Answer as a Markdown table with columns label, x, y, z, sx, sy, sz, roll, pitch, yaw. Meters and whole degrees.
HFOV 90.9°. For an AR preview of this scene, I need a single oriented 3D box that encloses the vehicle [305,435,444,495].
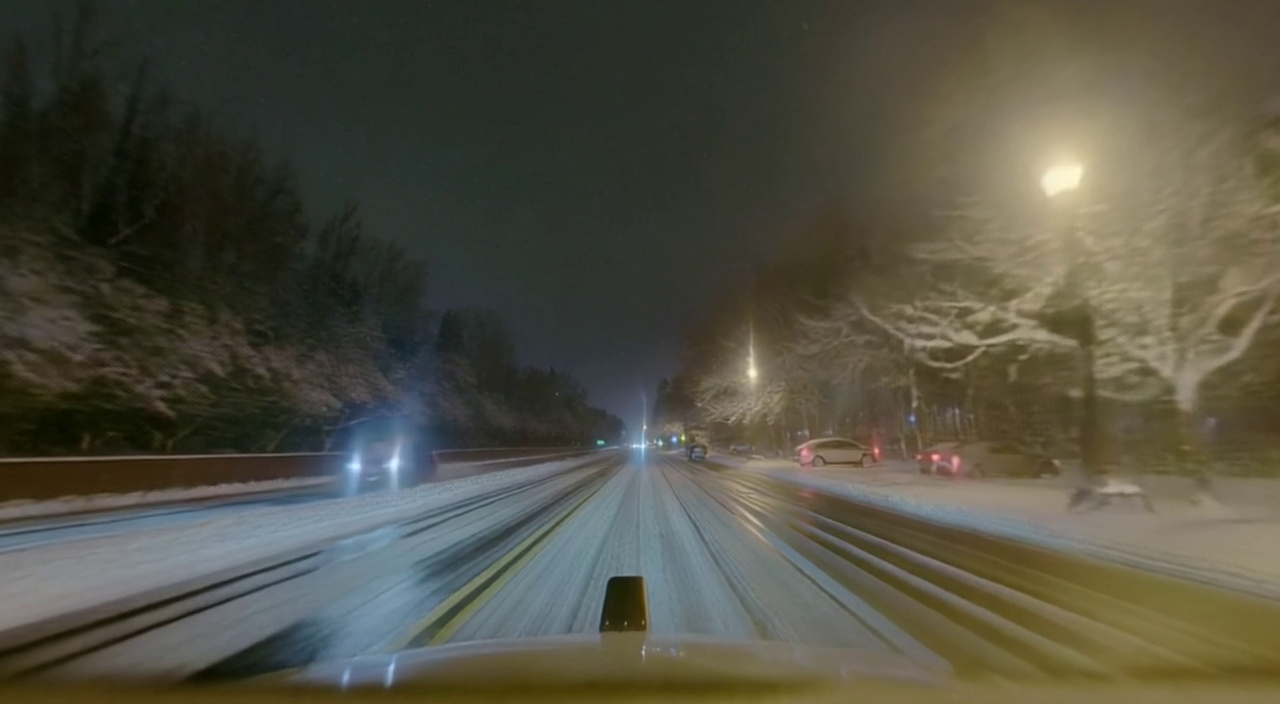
| label | x | y | z | sx | sy | sz | roll | pitch | yaw |
| --- | --- | --- | --- | --- | --- | --- | --- | --- | --- |
| vehicle | -8.858 | 3.799 | 21.713 | 2.401 | 1.807 | 4.960 | -1 | -8 | 3 |

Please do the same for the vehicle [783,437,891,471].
| label | x | y | z | sx | sy | sz | roll | pitch | yaw |
| --- | --- | --- | --- | --- | --- | --- | --- | --- | --- |
| vehicle | 10.657 | 5.551 | 34.334 | 5.118 | 1.701 | 2.175 | 0 | -8 | -2 |

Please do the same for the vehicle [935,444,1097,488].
| label | x | y | z | sx | sy | sz | roll | pitch | yaw |
| --- | --- | --- | --- | --- | --- | --- | --- | --- | --- |
| vehicle | 13.066 | 3.975 | 22.129 | 4.438 | 1.444 | 1.900 | 0 | -8 | 1 |
